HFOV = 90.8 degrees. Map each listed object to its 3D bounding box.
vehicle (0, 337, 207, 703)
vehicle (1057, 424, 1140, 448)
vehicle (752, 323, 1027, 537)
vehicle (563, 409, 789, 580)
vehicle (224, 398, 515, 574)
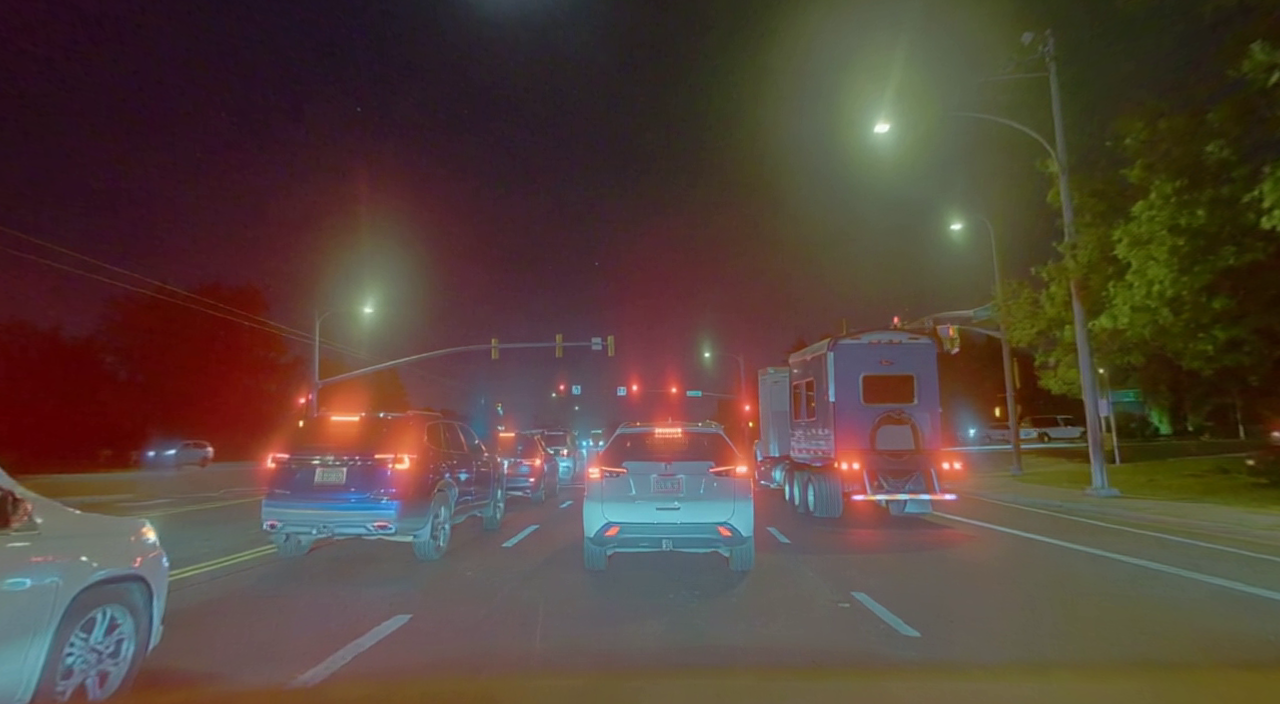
[{"bbox_3d":[-3.432,0.675,1.470,1.952,1.730,4.116,0,-9,-1],"label":"vehicle"},{"bbox_3d":[33.171,6.142,45.879,4.671,1.595,1.824,-6,-10,31],"label":"vehicle"},{"bbox_3d":[3.689,1.396,10.996,2.531,2.750,5.595,0,-8,1],"label":"vehicle"},{"bbox_3d":[0.362,1.702,8.312,2.189,1.649,4.171,0,-9,0],"label":"vehicle"},{"bbox_3d":[-3.267,1.724,8.852,2.085,1.812,4.388,0,-9,0],"label":"vehicle"}]
